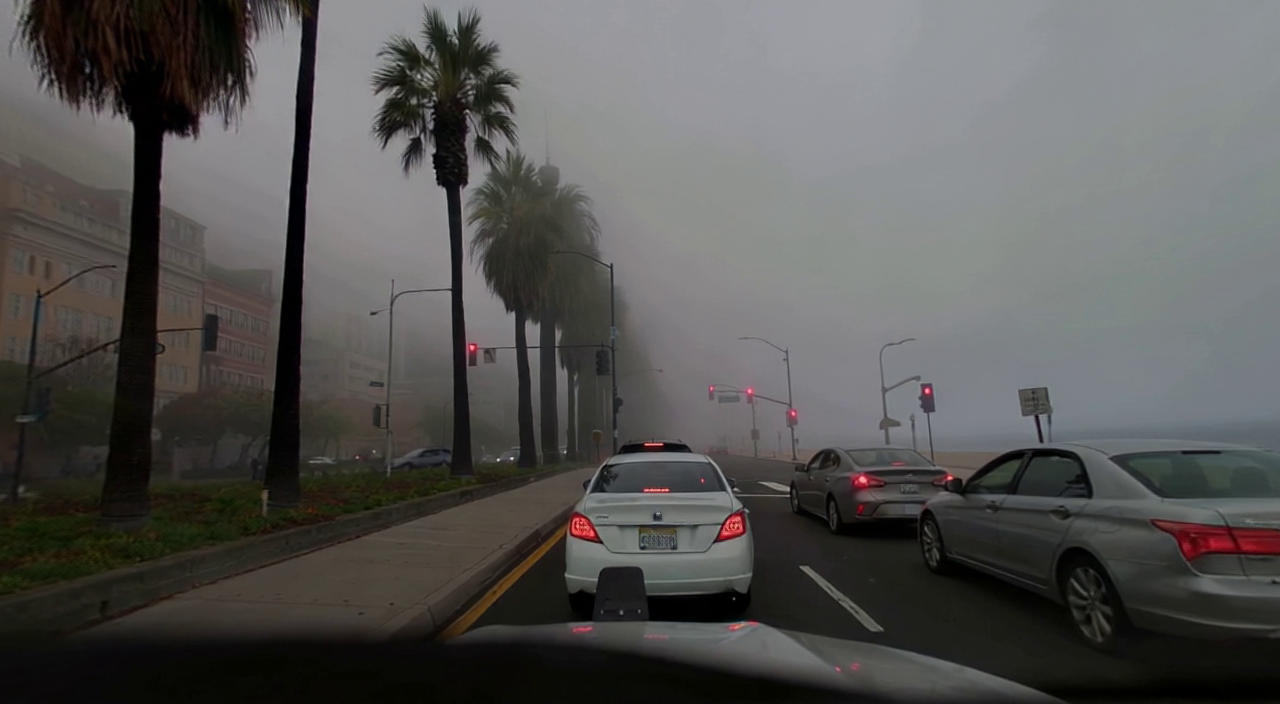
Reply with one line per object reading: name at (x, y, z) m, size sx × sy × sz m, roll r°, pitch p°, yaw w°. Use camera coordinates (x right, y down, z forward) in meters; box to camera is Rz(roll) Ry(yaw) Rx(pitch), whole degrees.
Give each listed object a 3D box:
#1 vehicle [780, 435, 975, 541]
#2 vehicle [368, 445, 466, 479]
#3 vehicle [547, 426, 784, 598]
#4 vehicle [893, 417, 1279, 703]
vehicle at (3.890, 2.287, 11.316) m, size 1.920 × 1.490 × 4.417 m, roll -1°, pitch -9°, yaw 2°
vehicle at (-11.580, 5.704, 33.130) m, size 2.022 × 1.604 × 4.495 m, roll -6°, pitch -10°, yaw 33°
vehicle at (0.255, 1.702, 7.512) m, size 2.093 × 1.503 × 3.681 m, roll 0°, pitch -9°, yaw 1°
vehicle at (3.908, 1.365, 5.092) m, size 1.913 × 1.469 × 4.425 m, roll 0°, pitch -9°, yaw 0°
